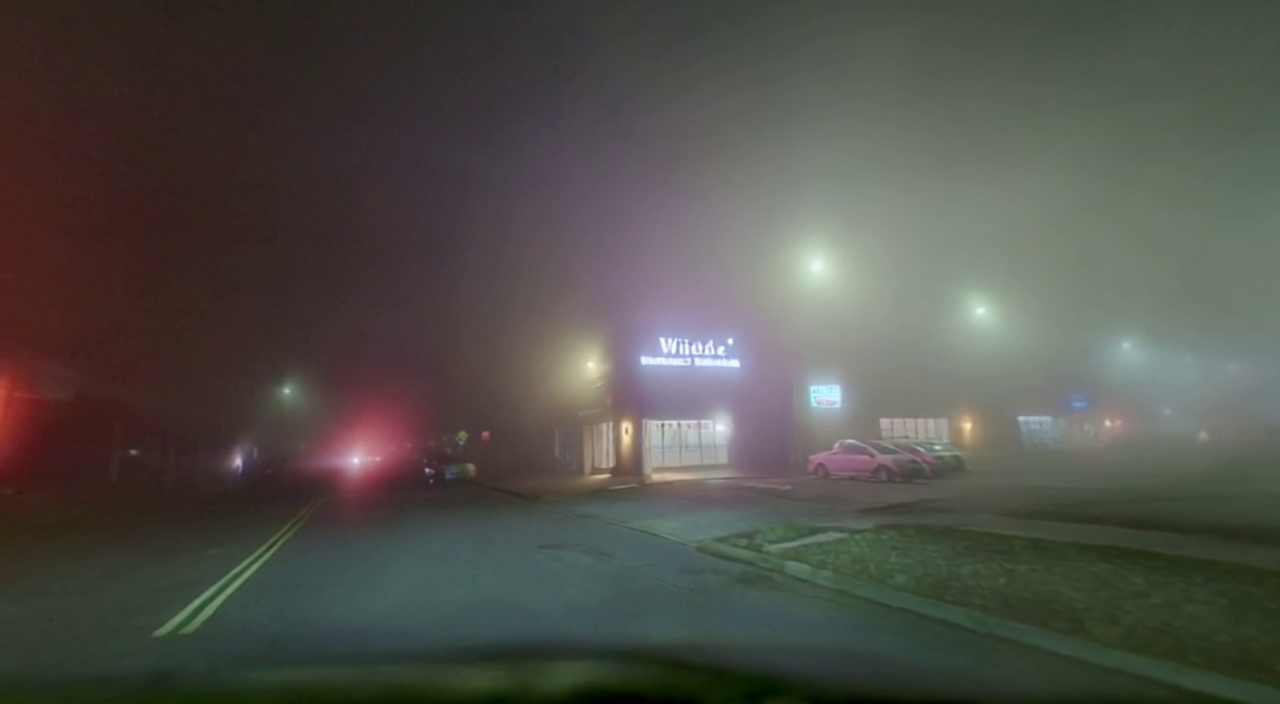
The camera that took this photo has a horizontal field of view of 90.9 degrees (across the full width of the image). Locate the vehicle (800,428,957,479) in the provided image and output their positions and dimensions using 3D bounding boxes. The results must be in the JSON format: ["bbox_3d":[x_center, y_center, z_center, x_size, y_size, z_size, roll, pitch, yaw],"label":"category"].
[{"bbox_3d":[8.407,3.604,22.551,4.814,1.618,1.869,-8,-11,41],"label":"vehicle"}]

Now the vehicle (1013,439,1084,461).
[{"bbox_3d":[26.890,6.444,41.589,1.557,1.372,3.538,4,-10,-28],"label":"vehicle"}]

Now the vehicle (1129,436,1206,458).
[{"bbox_3d":[37.097,6.688,44.426,1.866,1.486,4.145,0,-8,1],"label":"vehicle"}]

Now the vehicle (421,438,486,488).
[{"bbox_3d":[-8.578,4.960,28.749,2.150,2.013,4.748,4,-8,-24],"label":"vehicle"}]
